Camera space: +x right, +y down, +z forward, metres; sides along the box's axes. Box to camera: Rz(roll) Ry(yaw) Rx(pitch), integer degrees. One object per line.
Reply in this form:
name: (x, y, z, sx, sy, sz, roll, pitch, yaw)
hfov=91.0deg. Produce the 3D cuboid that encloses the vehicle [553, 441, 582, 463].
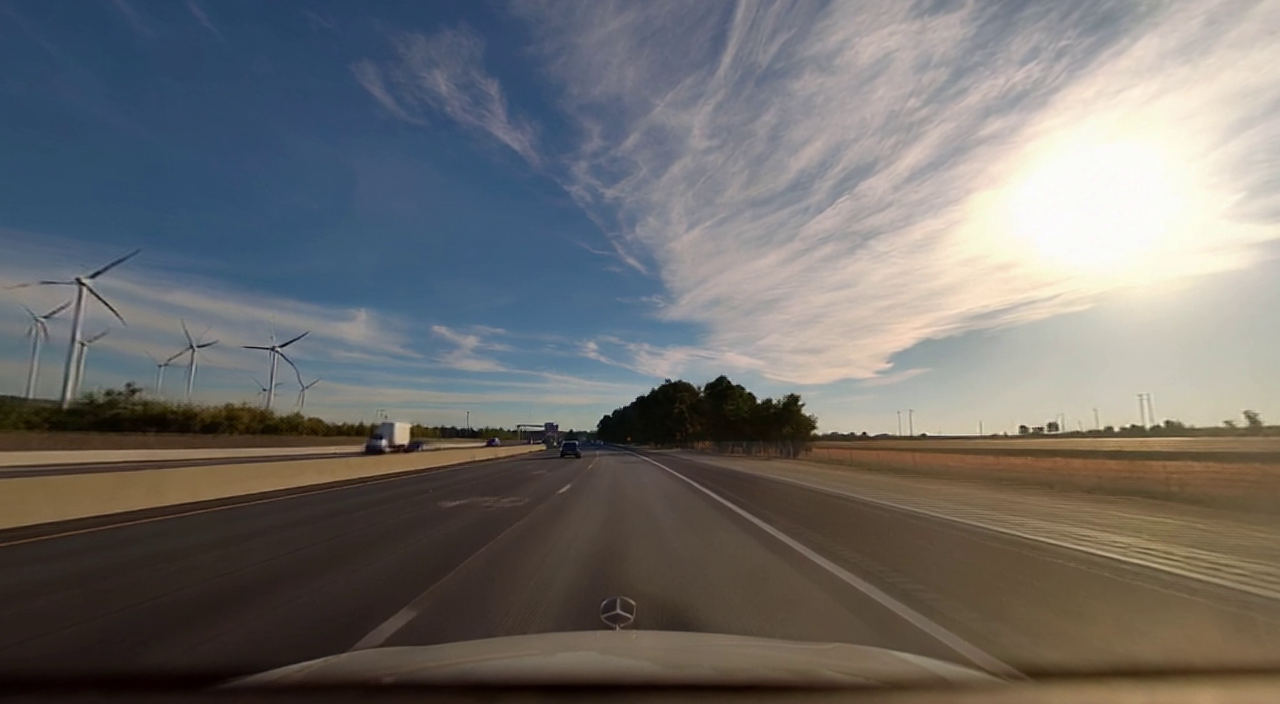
vehicle: (-5.587, 7.767, 49.036, 2.053, 1.549, 4.097, 0, -8, -3)
